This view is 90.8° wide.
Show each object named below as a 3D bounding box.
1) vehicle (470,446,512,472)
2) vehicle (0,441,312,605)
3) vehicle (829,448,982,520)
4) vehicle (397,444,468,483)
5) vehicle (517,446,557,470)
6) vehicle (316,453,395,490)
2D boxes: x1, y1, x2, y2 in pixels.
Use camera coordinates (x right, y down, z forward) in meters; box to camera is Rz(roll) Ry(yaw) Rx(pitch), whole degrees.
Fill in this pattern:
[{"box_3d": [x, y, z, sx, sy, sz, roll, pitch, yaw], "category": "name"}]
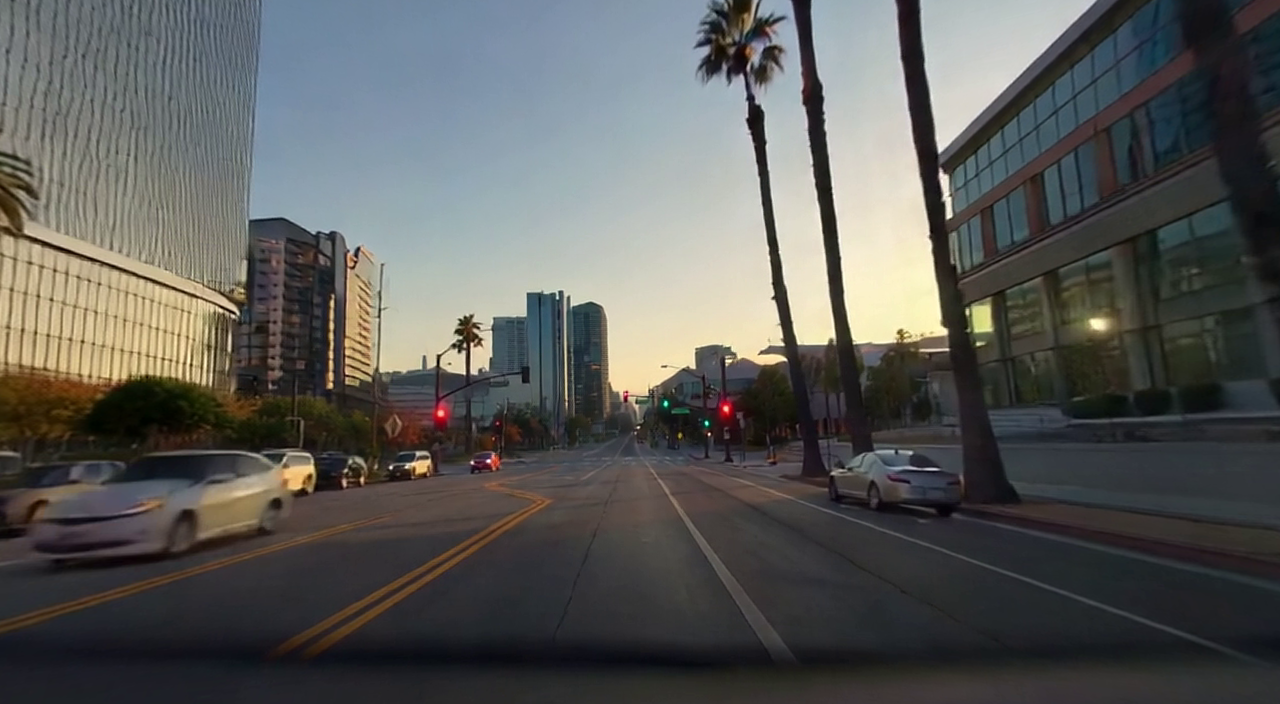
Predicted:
[{"box_3d": [-10.352, 7.457, 44.285, 1.923, 1.662, 4.318, 0, -8, -1], "category": "vehicle"}, {"box_3d": [-6.479, 1.927, 8.175, 2.069, 1.512, 4.406, 0, -8, 0], "category": "vehicle"}, {"box_3d": [5.692, 2.834, 14.084, 1.784, 1.350, 3.677, 0, -8, 0], "category": "vehicle"}, {"box_3d": [-9.844, 5.287, 30.319, 1.940, 1.726, 4.395, 0, -8, 0], "category": "vehicle"}, {"box_3d": [-6.785, 7.024, 42.032, 1.868, 1.467, 4.267, 0, -8, 1], "category": "vehicle"}, {"box_3d": [-13.337, 5.587, 29.867, 1.855, 1.546, 4.095, 0, -8, -1], "category": "vehicle"}]
